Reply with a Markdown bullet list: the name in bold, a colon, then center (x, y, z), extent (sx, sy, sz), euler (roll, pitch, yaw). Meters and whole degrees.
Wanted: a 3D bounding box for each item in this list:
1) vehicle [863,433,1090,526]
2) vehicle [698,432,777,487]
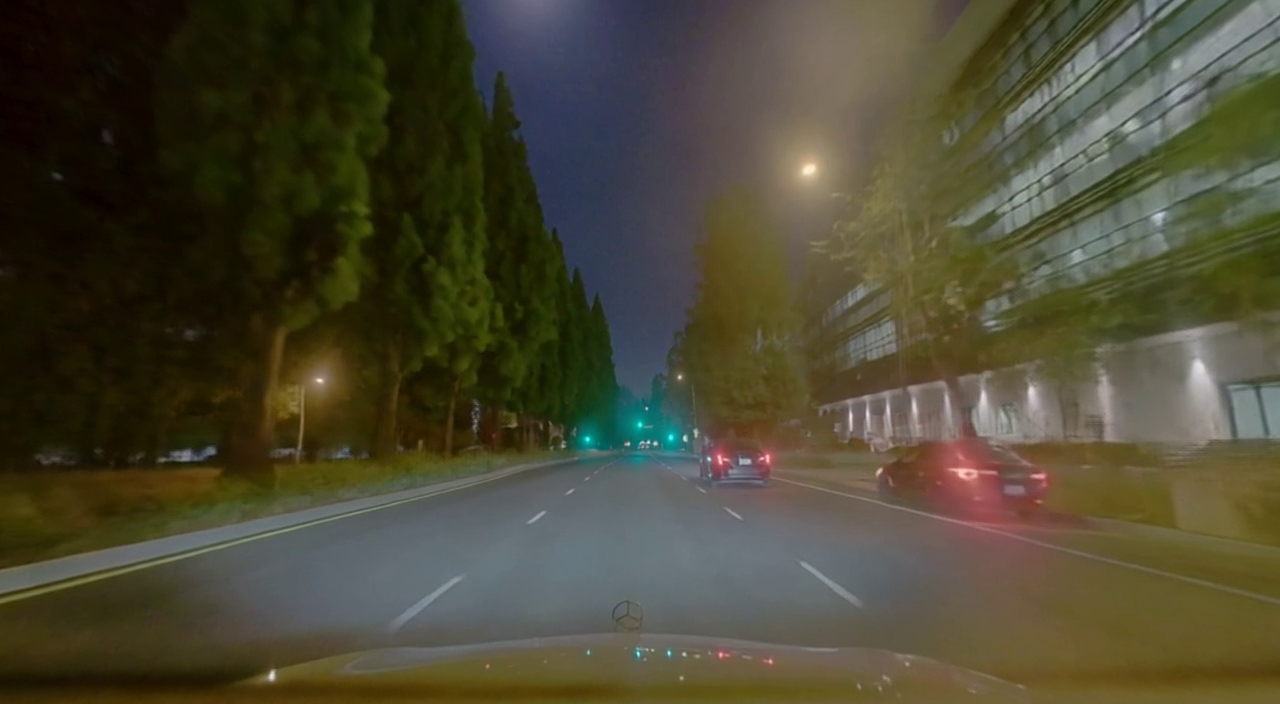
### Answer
- **vehicle**: center (6.720, 2.555, 13.449), extent (1.918, 1.544, 4.871), euler (-1, -8, -3)
- **vehicle**: center (3.371, 3.819, 22.781), extent (2.083, 1.743, 4.354), euler (0, -8, -1)
